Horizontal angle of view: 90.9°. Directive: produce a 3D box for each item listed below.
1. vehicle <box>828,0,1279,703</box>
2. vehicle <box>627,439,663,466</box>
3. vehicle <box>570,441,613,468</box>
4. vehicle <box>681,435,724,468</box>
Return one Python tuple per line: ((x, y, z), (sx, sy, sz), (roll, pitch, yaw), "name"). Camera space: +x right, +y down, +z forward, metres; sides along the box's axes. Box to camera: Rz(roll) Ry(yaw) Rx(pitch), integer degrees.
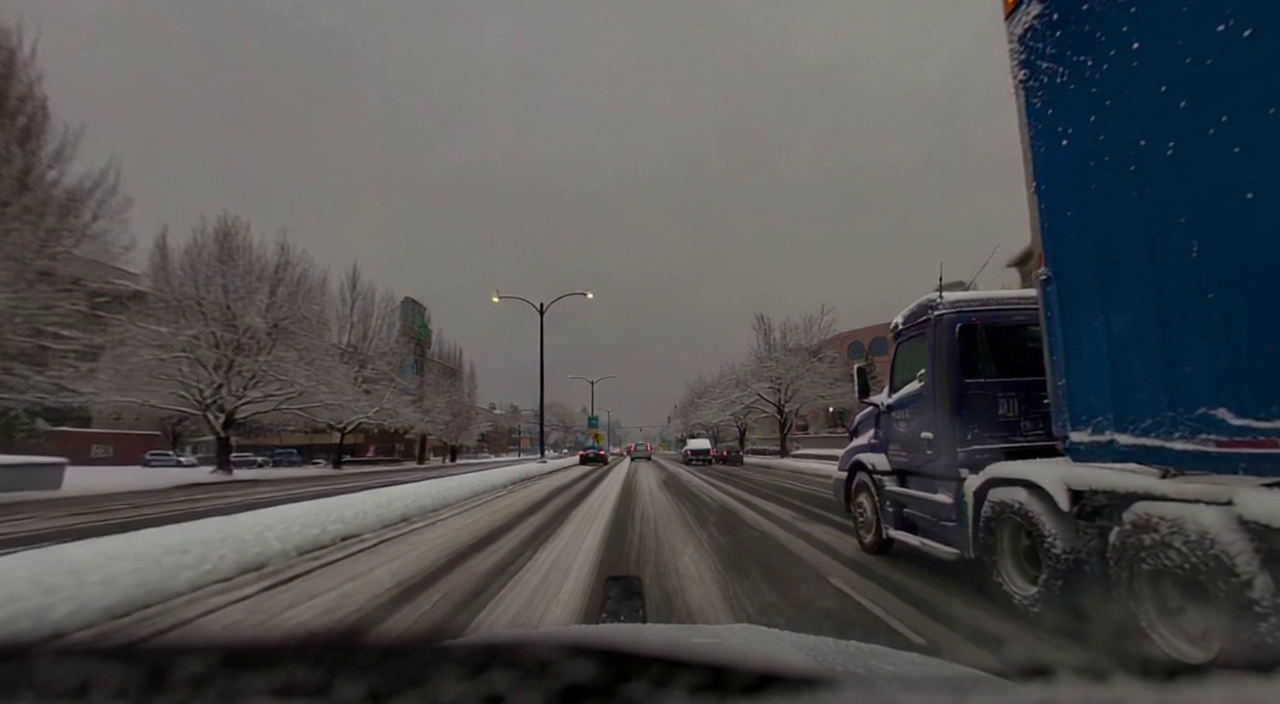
((3.692, -0.188, 3.165), (3.006, 3.679, 8.506), (-1, -8, 1), "vehicle")
((0.338, 6.675, 41.921), (2.276, 1.704, 3.925), (0, -8, 0), "vehicle")
((-2.919, 6.330, 38.977), (2.211, 1.537, 4.666), (0, -8, 1), "vehicle")
((3.839, 6.188, 39.487), (2.196, 1.908, 4.412), (0, -8, -1), "vehicle")
